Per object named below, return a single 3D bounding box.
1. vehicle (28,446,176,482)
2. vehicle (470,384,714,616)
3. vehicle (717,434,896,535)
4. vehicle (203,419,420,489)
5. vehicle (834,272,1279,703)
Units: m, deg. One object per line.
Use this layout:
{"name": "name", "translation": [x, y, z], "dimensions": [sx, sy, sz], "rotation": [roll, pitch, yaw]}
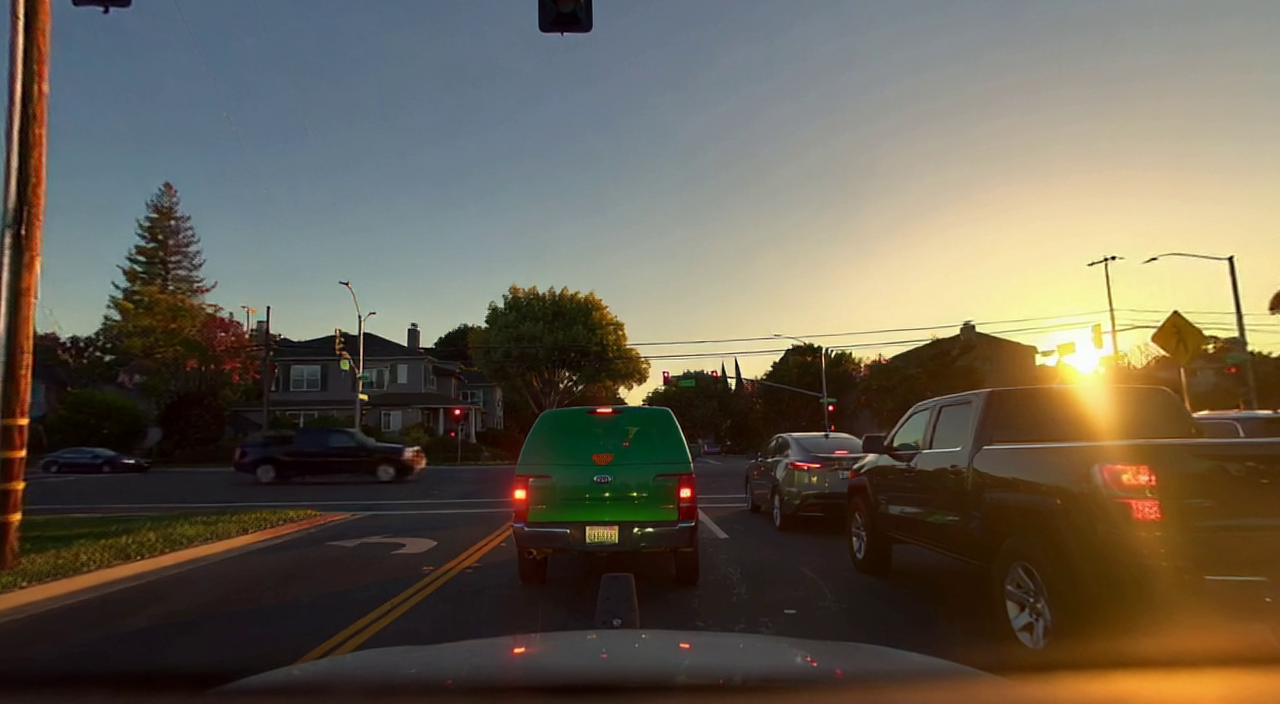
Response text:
{"name": "vehicle", "translation": [-22.925, 4.769, 27.085], "dimensions": [4.533, 1.350, 1.714], "rotation": [0, -7, -8]}
{"name": "vehicle", "translation": [-0.256, 1.394, 6.700], "dimensions": [1.915, 1.780, 3.379], "rotation": [-1, -8, 4]}
{"name": "vehicle", "translation": [2.710, 2.266, 11.524], "dimensions": [1.952, 1.465, 4.421], "rotation": [0, -8, -2]}
{"name": "vehicle", "translation": [-11.385, 3.580, 22.457], "dimensions": [6.403, 2.287, 2.039], "rotation": [1, -8, -10]}
{"name": "vehicle", "translation": [2.973, 0.948, 3.895], "dimensions": [1.886, 1.849, 5.070], "rotation": [0, -8, -1]}
